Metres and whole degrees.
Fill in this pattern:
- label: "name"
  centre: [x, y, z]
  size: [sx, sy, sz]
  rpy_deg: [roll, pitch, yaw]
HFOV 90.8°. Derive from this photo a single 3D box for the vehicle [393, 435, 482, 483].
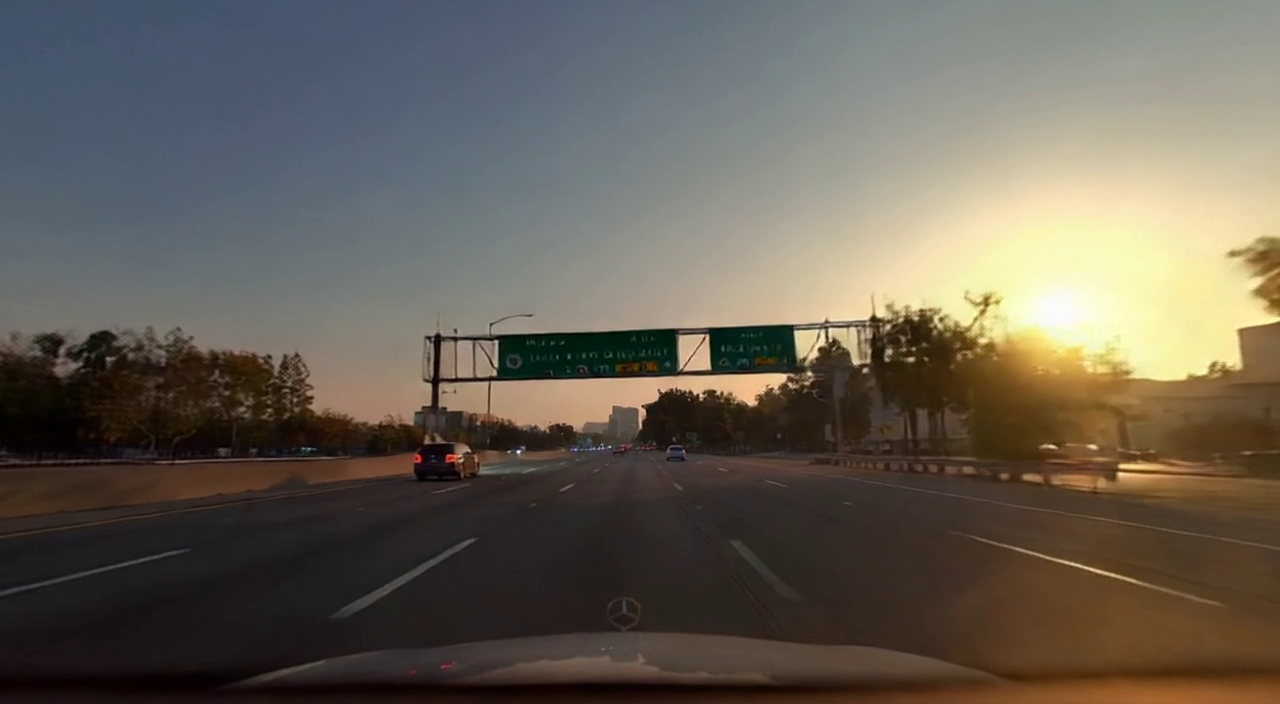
- label: "vehicle"
  centre: [-7.944, 4.242, 25.249]
  size: [2.089, 1.724, 4.327]
  rpy_deg: [0, -9, 0]
